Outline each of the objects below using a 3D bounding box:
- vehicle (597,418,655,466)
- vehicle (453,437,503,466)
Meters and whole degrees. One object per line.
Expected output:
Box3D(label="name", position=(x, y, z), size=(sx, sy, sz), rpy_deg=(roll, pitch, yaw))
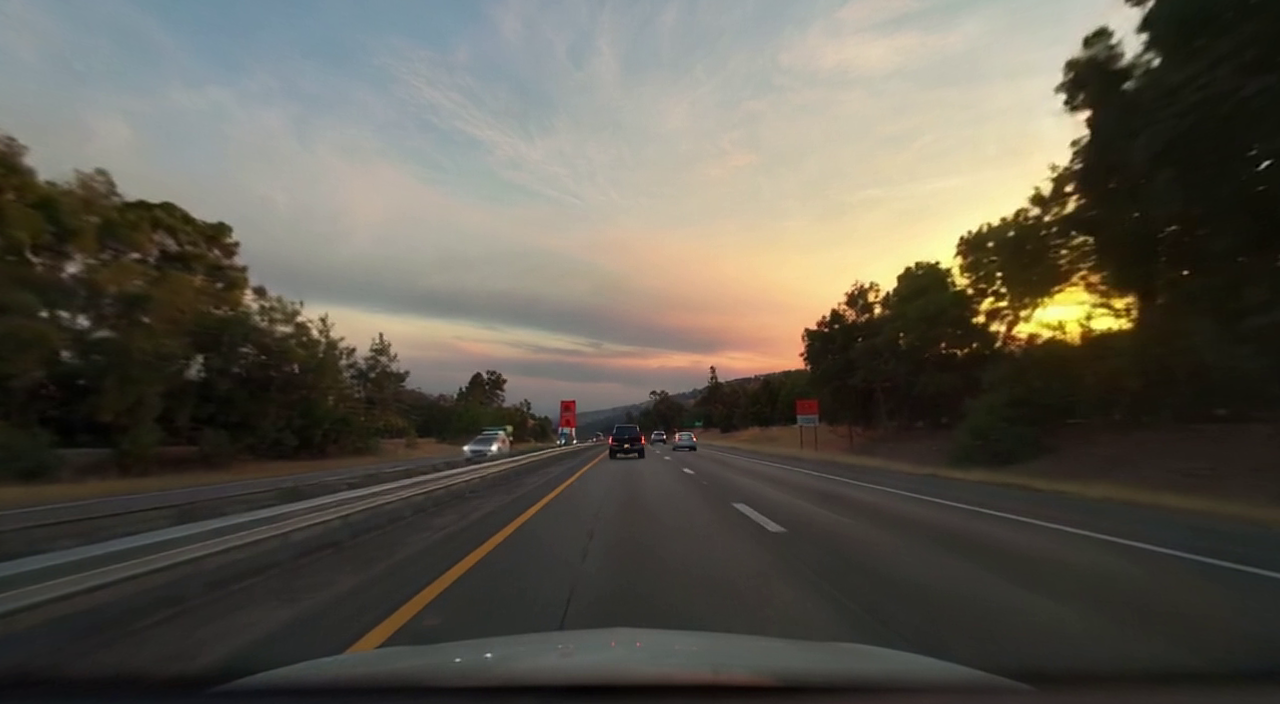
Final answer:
Box3D(label="vehicle", position=(-0.658, 4.243, 29.823), size=(2.503, 2.044, 4.633), rpy_deg=(0, -8, -1))
Box3D(label="vehicle", position=(-9.512, 5.861, 37.353), size=(1.903, 1.591, 4.430), rpy_deg=(0, -8, -1))
